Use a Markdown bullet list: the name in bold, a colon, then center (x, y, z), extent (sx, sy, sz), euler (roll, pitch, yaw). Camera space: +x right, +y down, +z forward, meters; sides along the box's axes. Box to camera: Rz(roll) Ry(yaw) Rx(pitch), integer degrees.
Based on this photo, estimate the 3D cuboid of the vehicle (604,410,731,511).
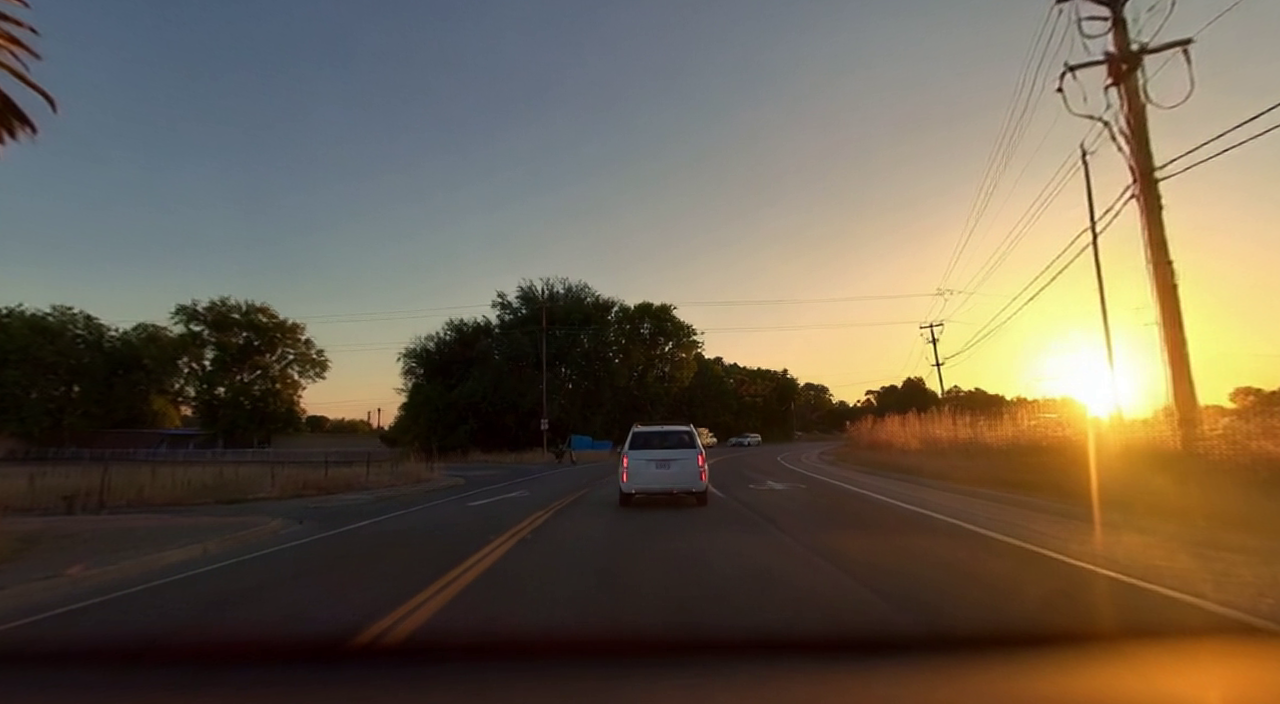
- **vehicle**: center (0.565, 2.365, 14.116), extent (2.364, 1.859, 4.538), euler (0, -9, 2)
